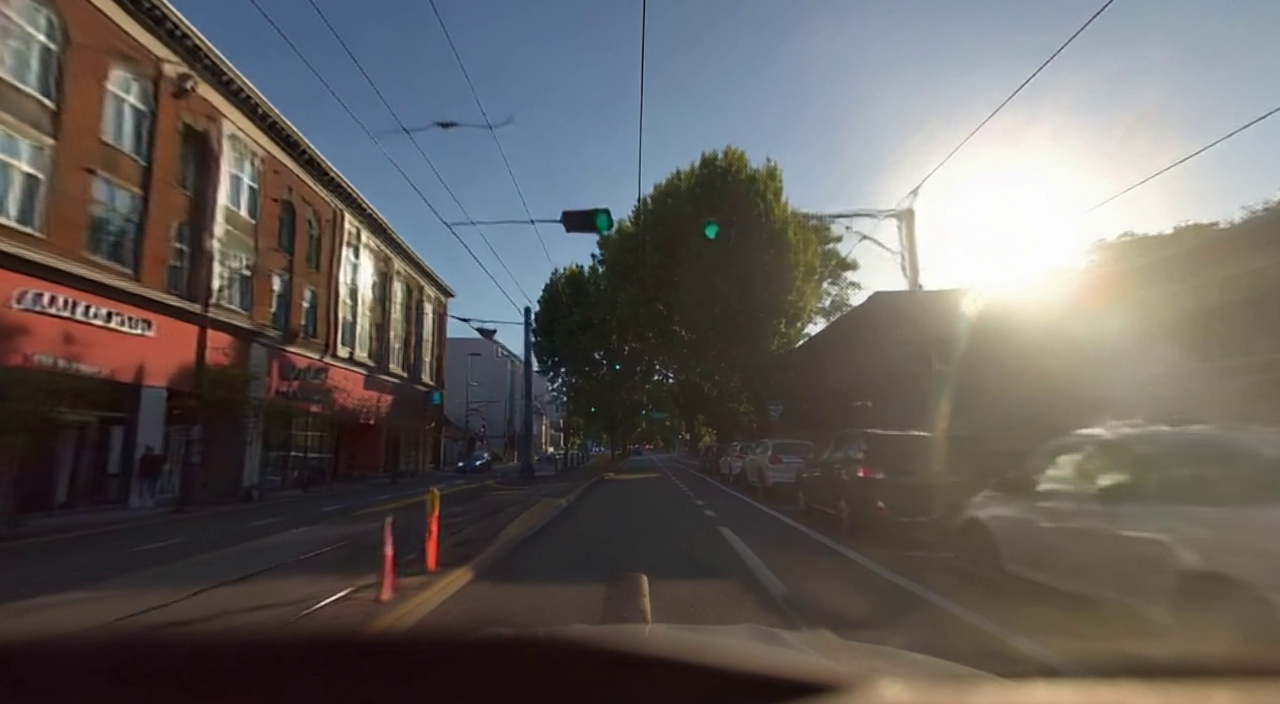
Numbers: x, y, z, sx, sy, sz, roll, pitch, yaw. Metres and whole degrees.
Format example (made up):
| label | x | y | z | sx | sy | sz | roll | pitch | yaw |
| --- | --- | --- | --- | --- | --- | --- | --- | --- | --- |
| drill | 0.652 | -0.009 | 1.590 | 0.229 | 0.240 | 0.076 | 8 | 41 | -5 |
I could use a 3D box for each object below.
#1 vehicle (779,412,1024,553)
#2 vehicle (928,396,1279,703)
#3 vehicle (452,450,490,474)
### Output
| label | x | y | z | sx | sy | sz | roll | pitch | yaw |
| --- | --- | --- | --- | --- | --- | --- | --- | --- | --- |
| vehicle | 3.652 | 1.902 | 9.843 | 1.941 | 1.671 | 4.264 | -1 | -9 | 0 |
| vehicle | 3.687 | 1.172 | 4.195 | 1.778 | 1.534 | 3.484 | 0 | -8 | -2 |
| vehicle | -11.005 | 7.145 | 41.217 | 1.877 | 1.430 | 3.712 | 1 | -8 | -7 |
